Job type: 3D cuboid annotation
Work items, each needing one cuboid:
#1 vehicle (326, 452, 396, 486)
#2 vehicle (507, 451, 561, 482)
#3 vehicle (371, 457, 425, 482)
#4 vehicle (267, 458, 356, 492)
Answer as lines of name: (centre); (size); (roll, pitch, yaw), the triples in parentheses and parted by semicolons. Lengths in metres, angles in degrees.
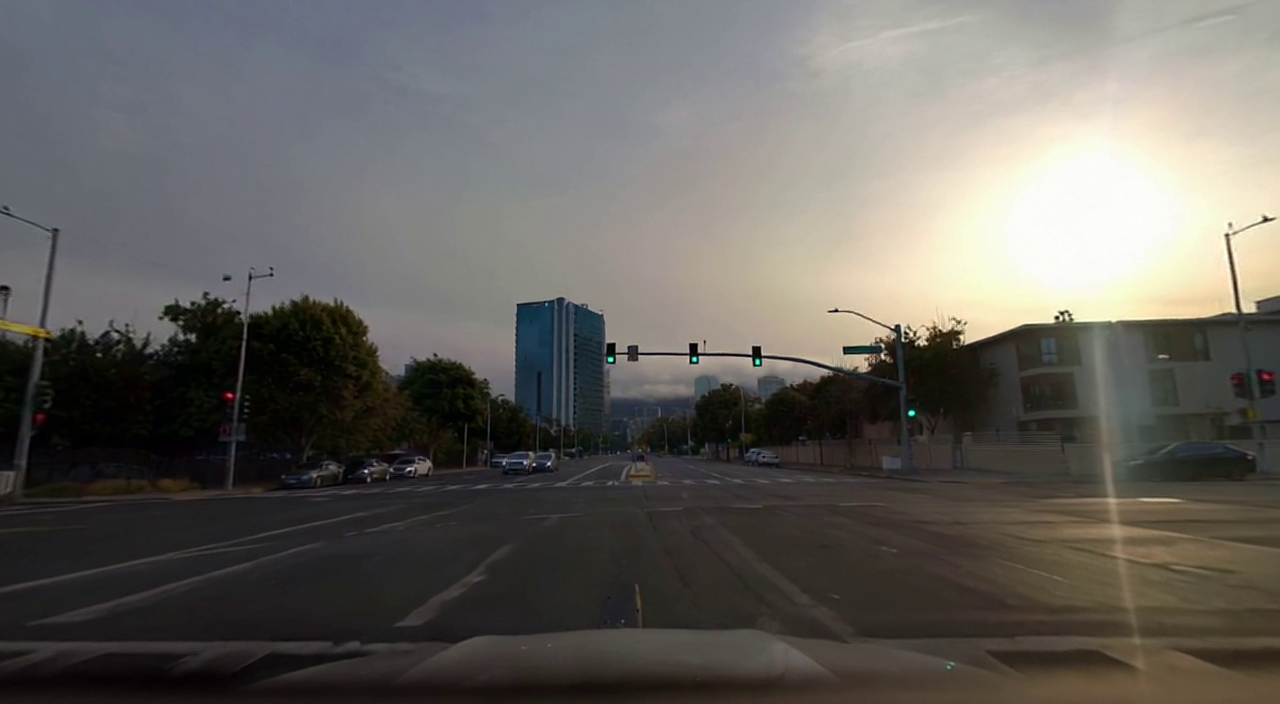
vehicle: (-16.458, 6.895, 37.318); (1.960, 1.819, 5.018); (0, -9, -2)
vehicle: (-5.676, 6.191, 34.154); (2.154, 1.501, 4.416); (0, -9, 0)
vehicle: (-16.451, 7.989, 42.919); (1.804, 1.486, 4.625); (0, -9, 1)
vehicle: (-16.296, 6.099, 31.442); (2.055, 1.506, 4.663); (0, -9, -2)
